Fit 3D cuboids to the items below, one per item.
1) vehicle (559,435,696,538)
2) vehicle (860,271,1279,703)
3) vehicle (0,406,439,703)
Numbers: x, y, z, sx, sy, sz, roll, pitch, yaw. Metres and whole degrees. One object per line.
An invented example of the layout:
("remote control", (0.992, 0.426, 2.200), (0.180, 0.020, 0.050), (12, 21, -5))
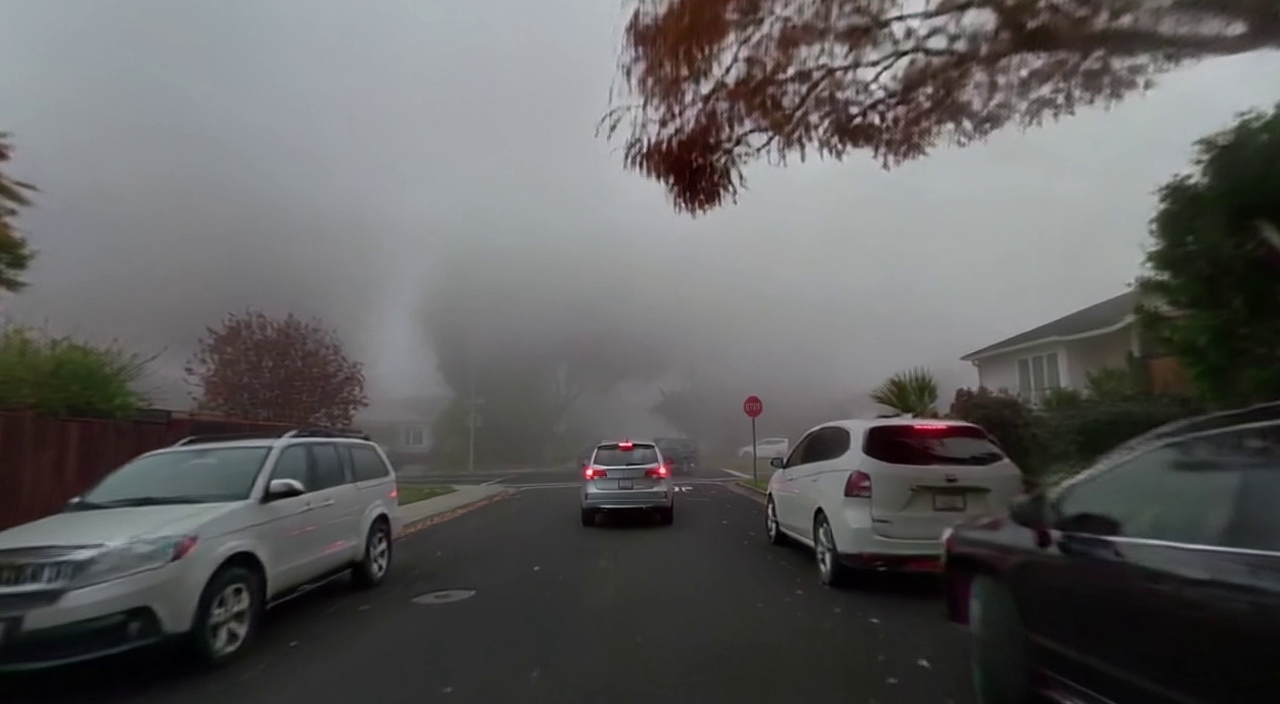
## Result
("vehicle", (-0.178, 2.298, 11.345), (2.010, 1.499, 4.107), (0, -9, 0))
("vehicle", (2.497, 0.688, 1.626), (2.136, 1.650, 4.837), (0, -9, 1))
("vehicle", (-3.374, 1.420, 5.328), (1.965, 1.657, 4.104), (0, -8, 0))
